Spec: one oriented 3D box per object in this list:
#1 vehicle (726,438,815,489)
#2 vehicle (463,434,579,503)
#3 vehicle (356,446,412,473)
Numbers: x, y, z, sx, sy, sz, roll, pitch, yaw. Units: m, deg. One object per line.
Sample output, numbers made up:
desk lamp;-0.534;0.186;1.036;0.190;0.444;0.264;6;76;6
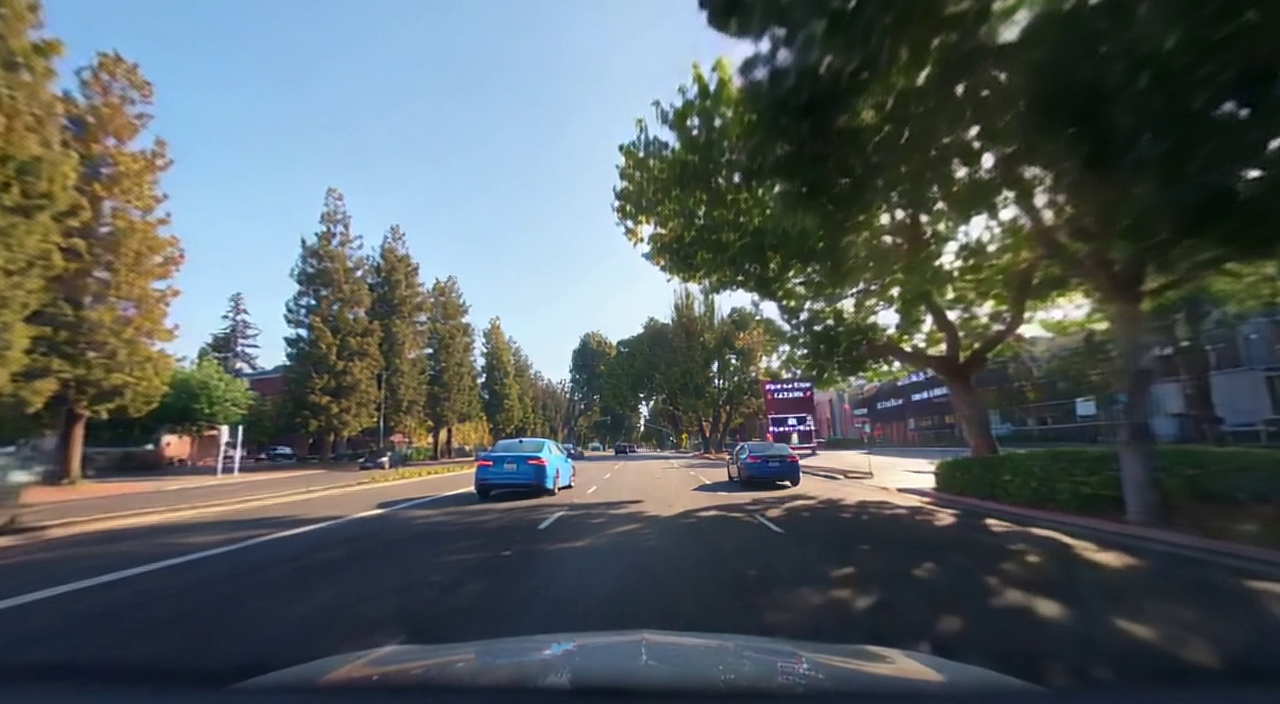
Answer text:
vehicle;4.170;3.621;20.916;1.977;1.474;4.399;0;-8;-1
vehicle;-2.839;2.878;16.050;2.001;1.504;4.212;0;-8;2
vehicle;-15.694;6.569;38.848;1.778;1.549;3.914;0;-8;1
